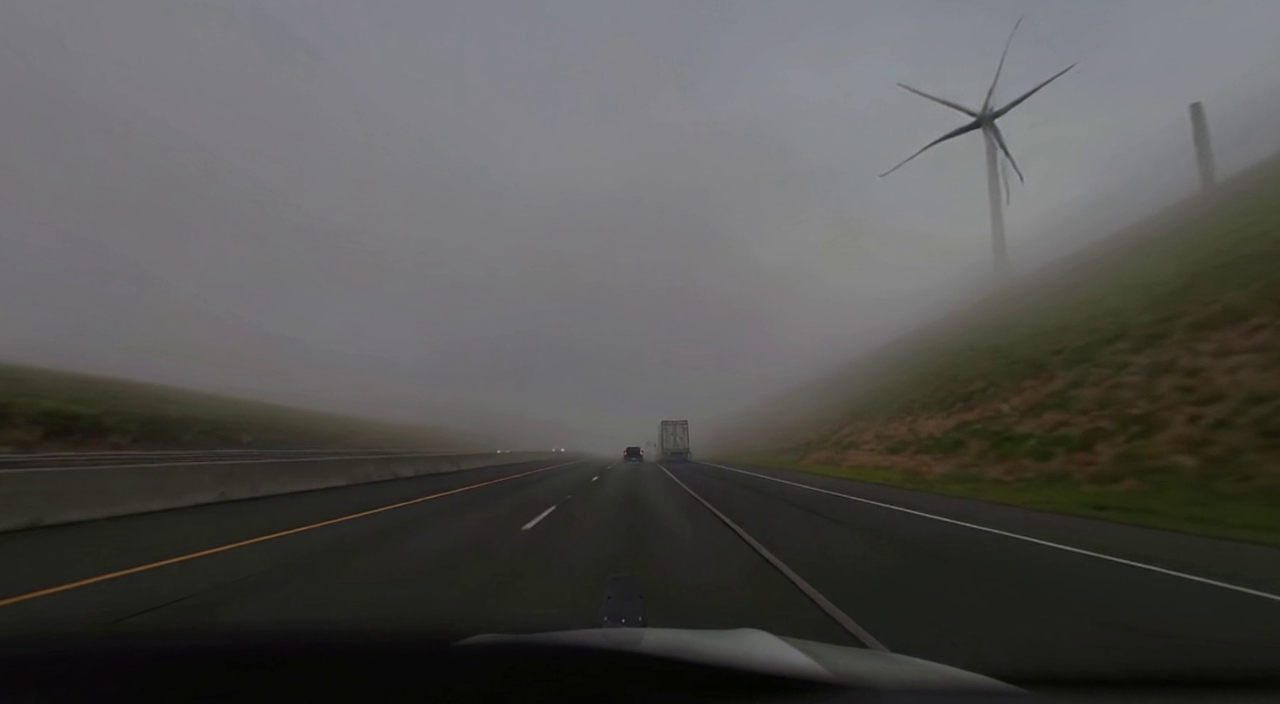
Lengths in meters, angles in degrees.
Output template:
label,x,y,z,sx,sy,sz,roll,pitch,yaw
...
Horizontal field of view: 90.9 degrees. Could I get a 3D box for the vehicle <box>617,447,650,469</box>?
label,x,y,z,sx,sy,sz,roll,pitch,yaw
vehicle,-0.453,7.465,44.589,2.209,1.453,3.695,0,-9,0
